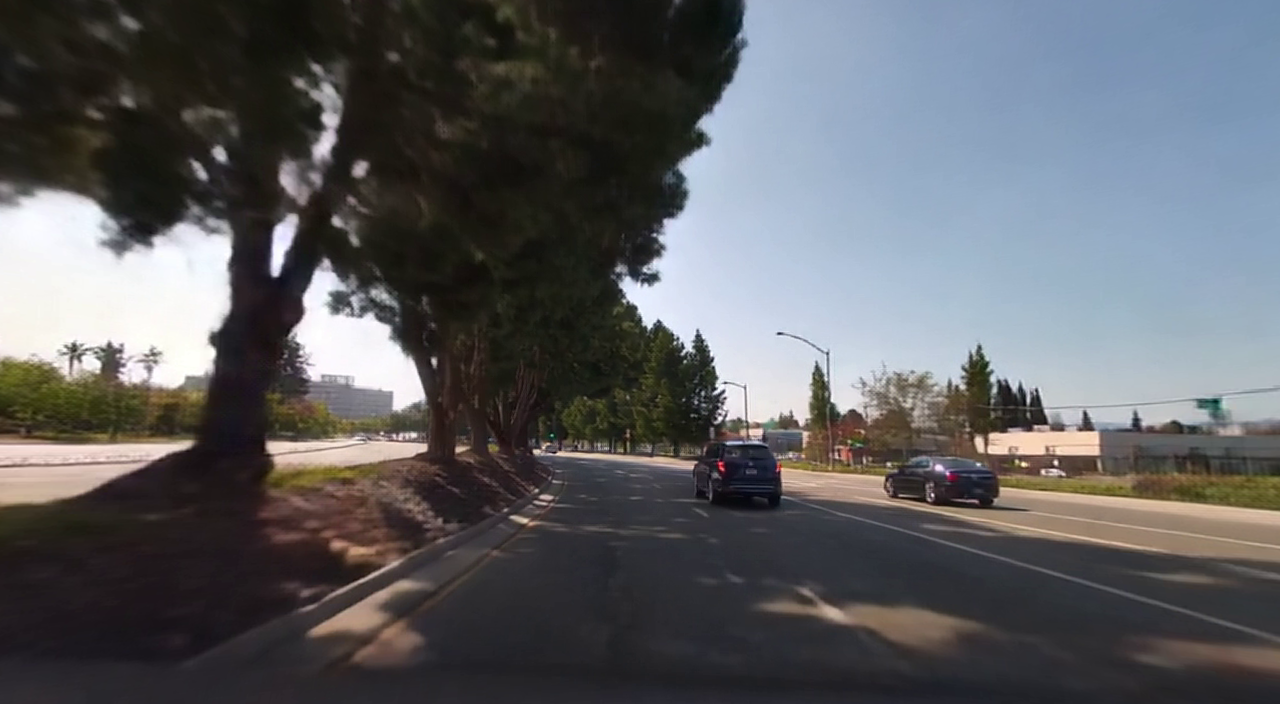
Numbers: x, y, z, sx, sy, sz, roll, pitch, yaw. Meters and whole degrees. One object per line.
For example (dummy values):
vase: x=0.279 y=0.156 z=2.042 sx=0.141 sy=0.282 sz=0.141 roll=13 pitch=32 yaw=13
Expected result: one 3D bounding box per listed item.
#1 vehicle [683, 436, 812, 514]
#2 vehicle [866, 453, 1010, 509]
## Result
vehicle: x=2.487 y=2.991 z=15.952 sx=2.122 sy=1.646 sz=4.525 roll=1 pitch=-8 yaw=-5
vehicle: x=9.092 y=3.950 z=19.830 sx=1.940 sy=1.460 sz=4.652 roll=1 pitch=-8 yaw=-5
